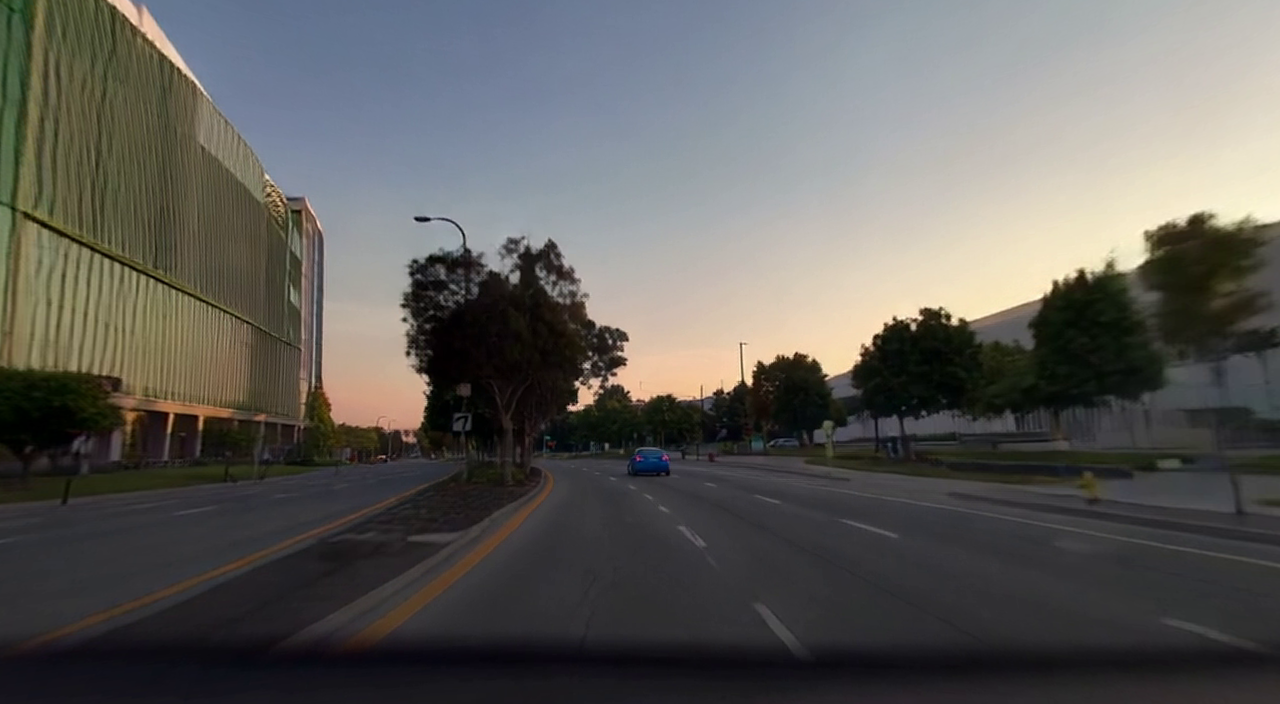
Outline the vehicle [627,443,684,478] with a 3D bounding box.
[{"bbox_3d":[0.709,5.502,32.274,2.165,1.633,4.381,1,-9,-8],"label":"vehicle"}]
